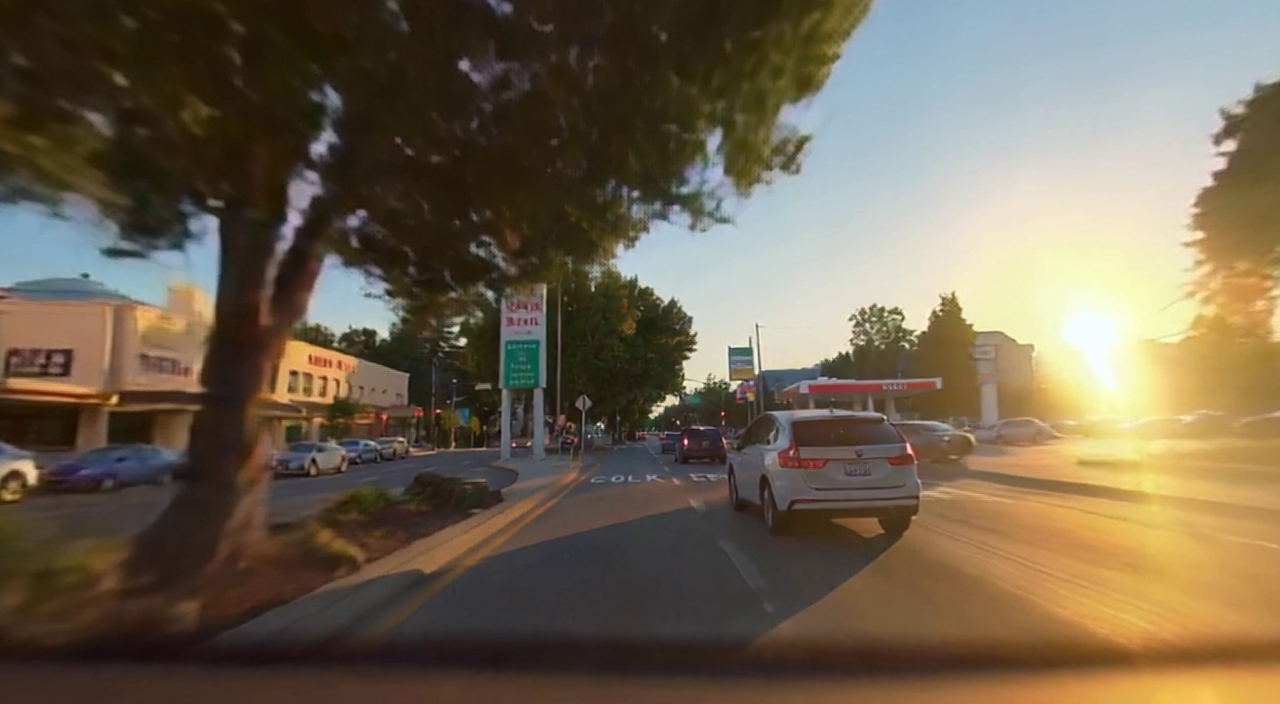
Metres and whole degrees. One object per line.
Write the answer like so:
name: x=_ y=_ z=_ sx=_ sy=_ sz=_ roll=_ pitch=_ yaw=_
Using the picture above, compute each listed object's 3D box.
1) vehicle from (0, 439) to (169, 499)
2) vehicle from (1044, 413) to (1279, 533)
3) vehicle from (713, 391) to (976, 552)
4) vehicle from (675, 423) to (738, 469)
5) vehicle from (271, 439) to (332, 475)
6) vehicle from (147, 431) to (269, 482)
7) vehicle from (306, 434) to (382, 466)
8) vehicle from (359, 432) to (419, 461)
vehicle: x=-18.077 y=3.702 z=20.447 sx=1.881 sy=1.679 sz=4.598 roll=-1 pitch=-8 yaw=2
vehicle: x=9.723 y=1.965 z=10.850 sx=2.177 sy=1.593 sz=5.027 roll=0 pitch=-8 yaw=0
vehicle: x=2.507 y=1.637 z=9.306 sx=2.183 sy=1.720 sz=4.842 roll=0 pitch=-8 yaw=-1
vehicle: x=2.558 y=3.750 z=25.246 sx=1.999 sy=1.679 sz=4.217 roll=0 pitch=-8 yaw=-1
vehicle: x=-16.057 y=4.932 z=29.868 sx=2.290 sy=1.519 sz=4.860 roll=4 pitch=-9 yaw=-28
vehicle: x=-17.975 y=4.350 z=26.537 sx=1.930 sy=1.935 sz=4.567 roll=0 pitch=-8 yaw=-1
vehicle: x=-18.039 y=5.986 z=38.644 sx=2.129 sy=1.843 sz=5.067 roll=-1 pitch=-8 yaw=1
vehicle: x=-17.888 y=6.764 z=45.211 sx=2.263 sy=1.887 sz=5.170 roll=0 pitch=-8 yaw=-1
